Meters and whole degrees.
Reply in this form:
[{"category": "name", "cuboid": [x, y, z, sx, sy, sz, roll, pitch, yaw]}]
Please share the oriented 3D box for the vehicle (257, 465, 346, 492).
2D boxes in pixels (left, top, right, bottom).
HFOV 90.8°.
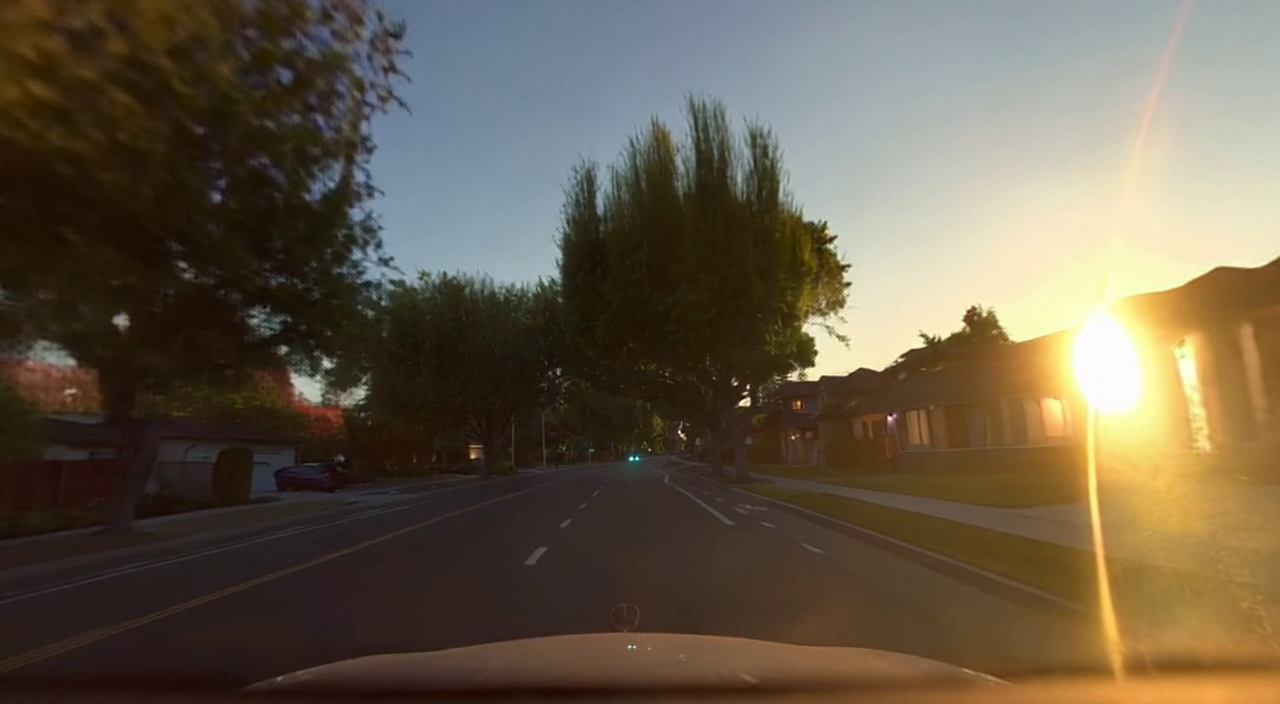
[{"category": "vehicle", "cuboid": [-19.305, 7.193, 36.122, 4.173, 1.423, 1.657, 0, -9, 3]}]
